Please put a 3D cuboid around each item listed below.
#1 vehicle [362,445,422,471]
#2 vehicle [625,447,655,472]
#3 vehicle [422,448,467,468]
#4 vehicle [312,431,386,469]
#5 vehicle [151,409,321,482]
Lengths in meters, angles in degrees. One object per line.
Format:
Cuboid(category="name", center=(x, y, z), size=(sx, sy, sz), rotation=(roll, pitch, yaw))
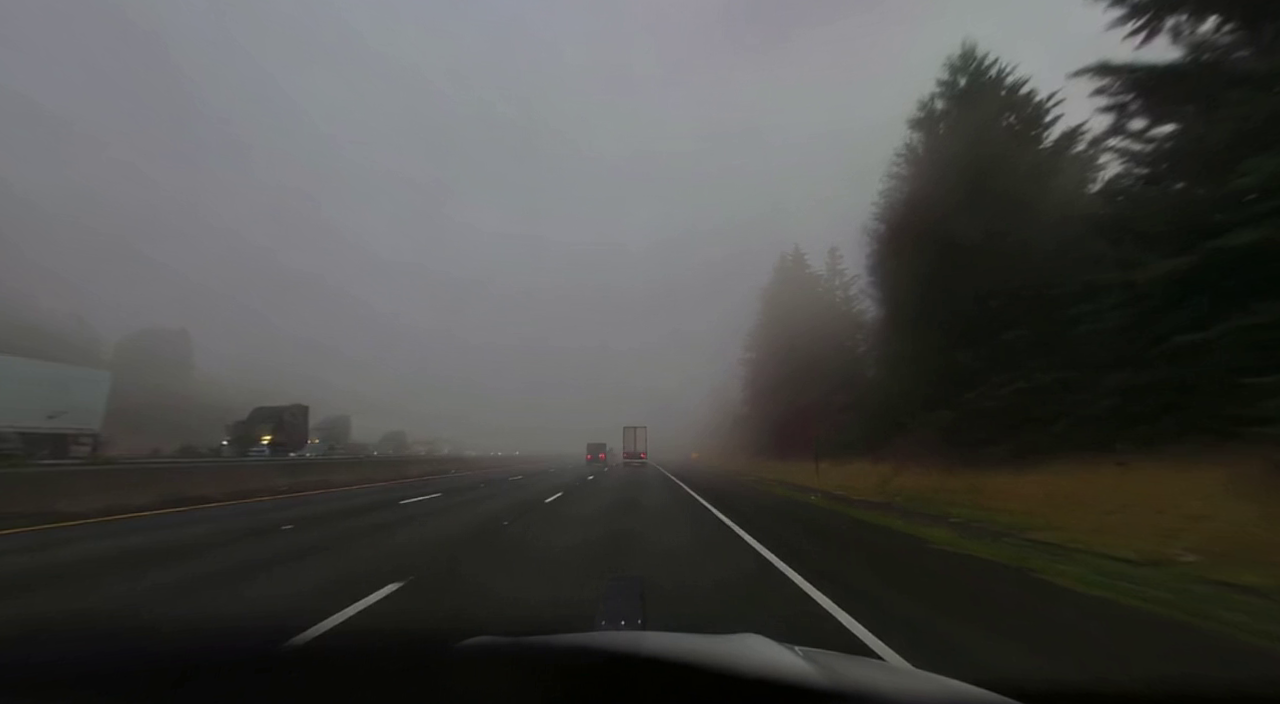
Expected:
Cuboid(category="vehicle", center=(-14.461, 6.205, 37.011), size=(1.891, 1.426, 4.156), rotation=(0, -9, 0))
Cuboid(category="vehicle", center=(-0.037, 7.629, 44.713), size=(2.009, 1.657, 3.962), rotation=(0, -9, -1))
Cuboid(category="vehicle", center=(-14.687, 7.987, 47.676), size=(1.976, 1.423, 4.416), rotation=(0, -9, 0))
Cuboid(category="vehicle", center=(-19.186, 6.504, 41.888), size=(2.223, 2.287, 5.862), rotation=(0, -9, -1))
Cuboid(category="vehicle", center=(-14.422, 3.438, 23.144), size=(2.357, 2.318, 5.817), rotation=(0, -9, 0))
